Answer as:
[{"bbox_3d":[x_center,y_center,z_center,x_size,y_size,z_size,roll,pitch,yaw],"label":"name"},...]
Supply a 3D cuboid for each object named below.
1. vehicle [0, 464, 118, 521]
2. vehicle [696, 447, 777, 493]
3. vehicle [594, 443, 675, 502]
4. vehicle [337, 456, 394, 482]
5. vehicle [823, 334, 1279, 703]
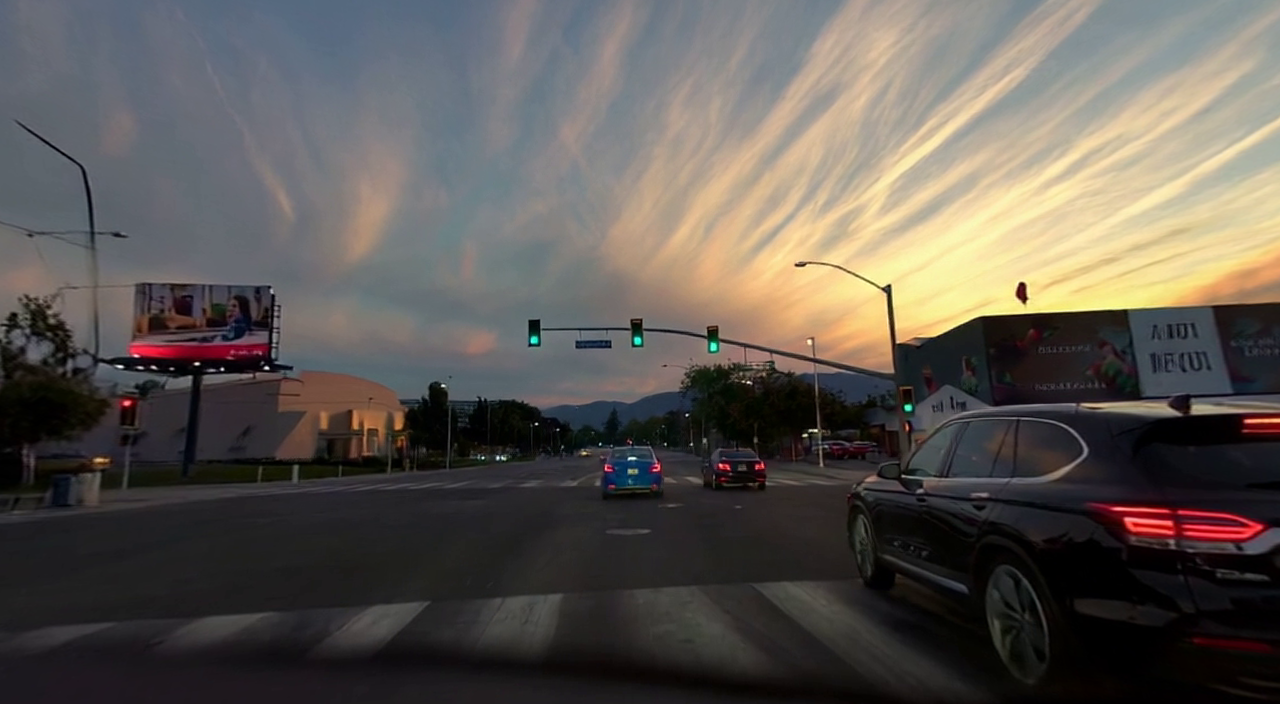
[{"bbox_3d":[-19.167,4.329,19.733,1.942,1.453,4.448,-1,-8,0],"label":"vehicle"},{"bbox_3d":[3.232,4.042,22.060,2.009,1.414,4.416,0,-8,-2],"label":"vehicle"},{"bbox_3d":[-0.180,3.400,18.288,2.095,1.502,3.873,0,-8,-1],"label":"vehicle"},{"bbox_3d":[-19.160,8.151,44.342,1.942,1.628,4.721,0,-9,-1],"label":"vehicle"},{"bbox_3d":[3.001,1.132,4.435,2.047,1.785,4.357,0,-8,-1],"label":"vehicle"}]
